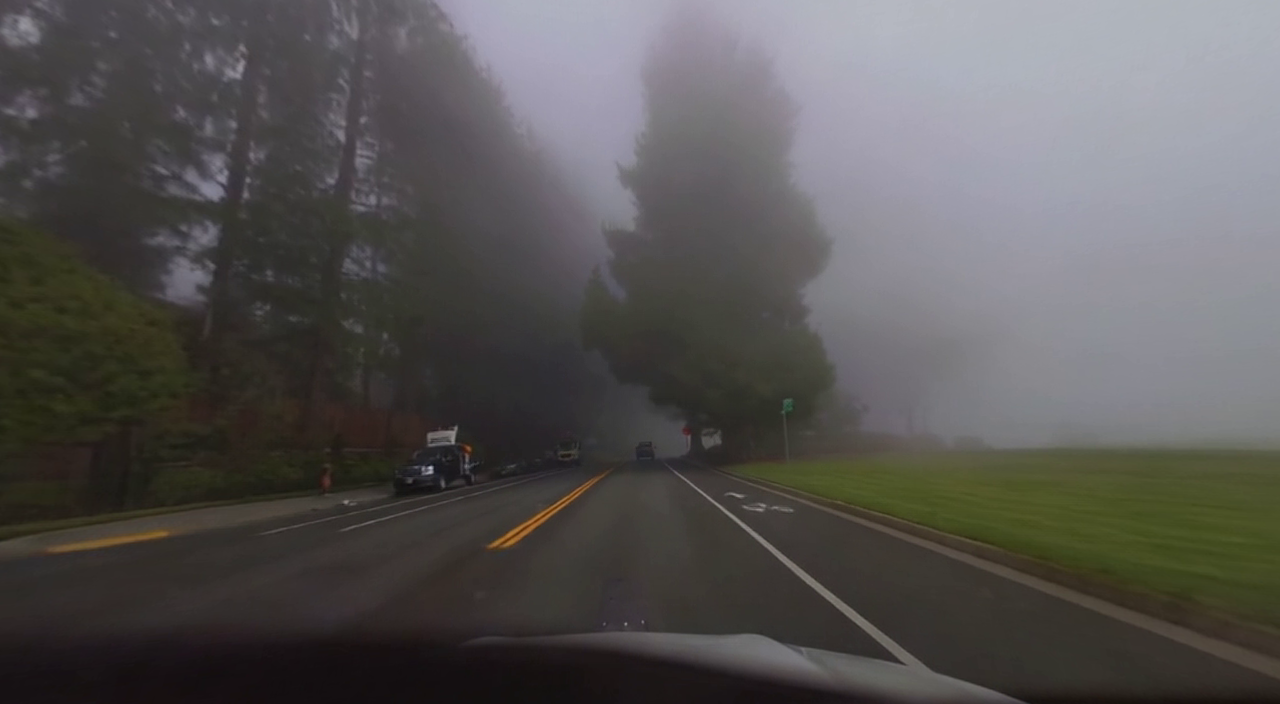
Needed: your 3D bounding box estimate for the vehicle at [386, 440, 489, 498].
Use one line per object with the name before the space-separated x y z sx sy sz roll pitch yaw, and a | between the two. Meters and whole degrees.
vehicle | -8.227 4.745 26.351 2.422 1.855 6.165 -4 -7 -2
